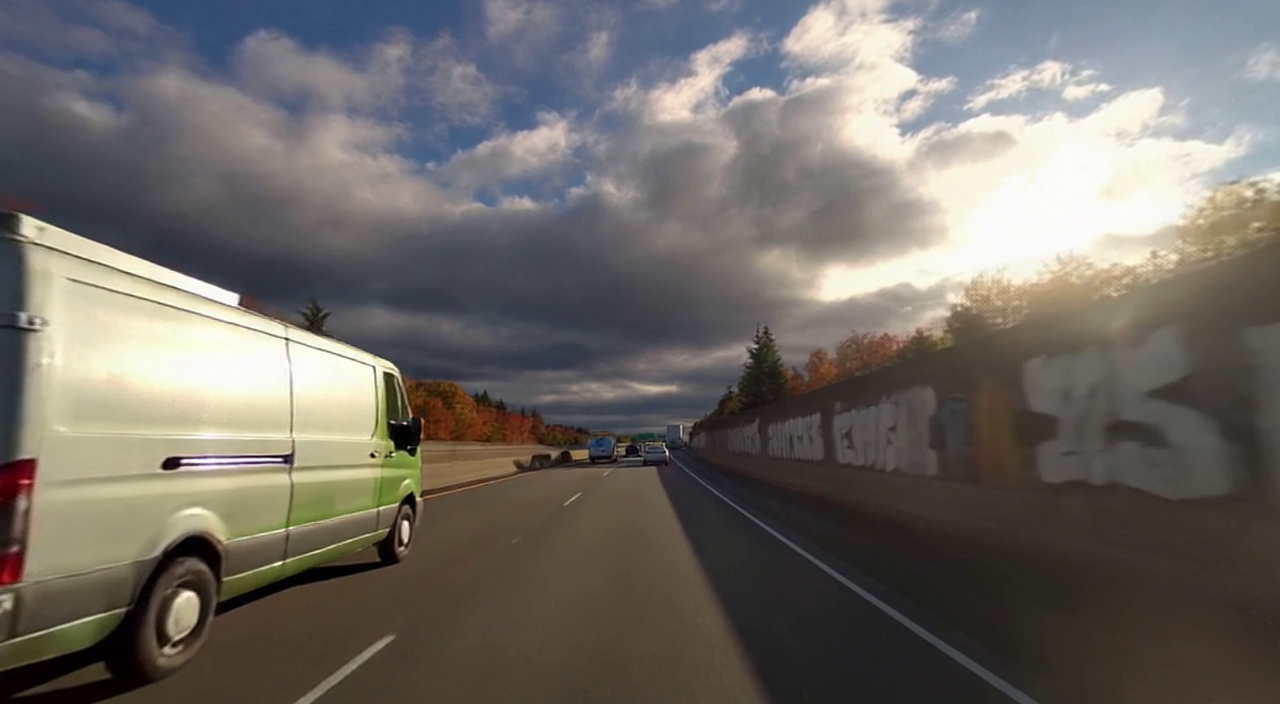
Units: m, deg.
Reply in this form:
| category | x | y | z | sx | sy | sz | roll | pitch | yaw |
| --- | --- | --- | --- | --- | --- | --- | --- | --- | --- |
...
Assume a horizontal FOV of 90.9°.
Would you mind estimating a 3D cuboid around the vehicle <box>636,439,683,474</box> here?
| category | x | y | z | sx | sy | sz | roll | pitch | yaw |
| --- | --- | --- | --- | --- | --- | --- | --- | --- | --- |
| vehicle | 0.894 | 4.850 | 29.498 | 2.071 | 1.487 | 3.948 | 0 | -8 | 1 |

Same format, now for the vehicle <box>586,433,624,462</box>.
| category | x | y | z | sx | sy | sz | roll | pitch | yaw |
| --- | --- | --- | --- | --- | --- | --- | --- | --- | --- |
| vehicle | -2.498 | 7.025 | 46.421 | 2.199 | 1.973 | 5.078 | 0 | -8 | 3 |

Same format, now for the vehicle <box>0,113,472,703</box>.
| category | x | y | z | sx | sy | sz | roll | pitch | yaw |
| --- | --- | --- | --- | --- | --- | --- | --- | --- | --- |
| vehicle | -3.564 | 0.747 | 5.648 | 2.297 | 2.687 | 6.317 | 0 | -8 | 1 |
